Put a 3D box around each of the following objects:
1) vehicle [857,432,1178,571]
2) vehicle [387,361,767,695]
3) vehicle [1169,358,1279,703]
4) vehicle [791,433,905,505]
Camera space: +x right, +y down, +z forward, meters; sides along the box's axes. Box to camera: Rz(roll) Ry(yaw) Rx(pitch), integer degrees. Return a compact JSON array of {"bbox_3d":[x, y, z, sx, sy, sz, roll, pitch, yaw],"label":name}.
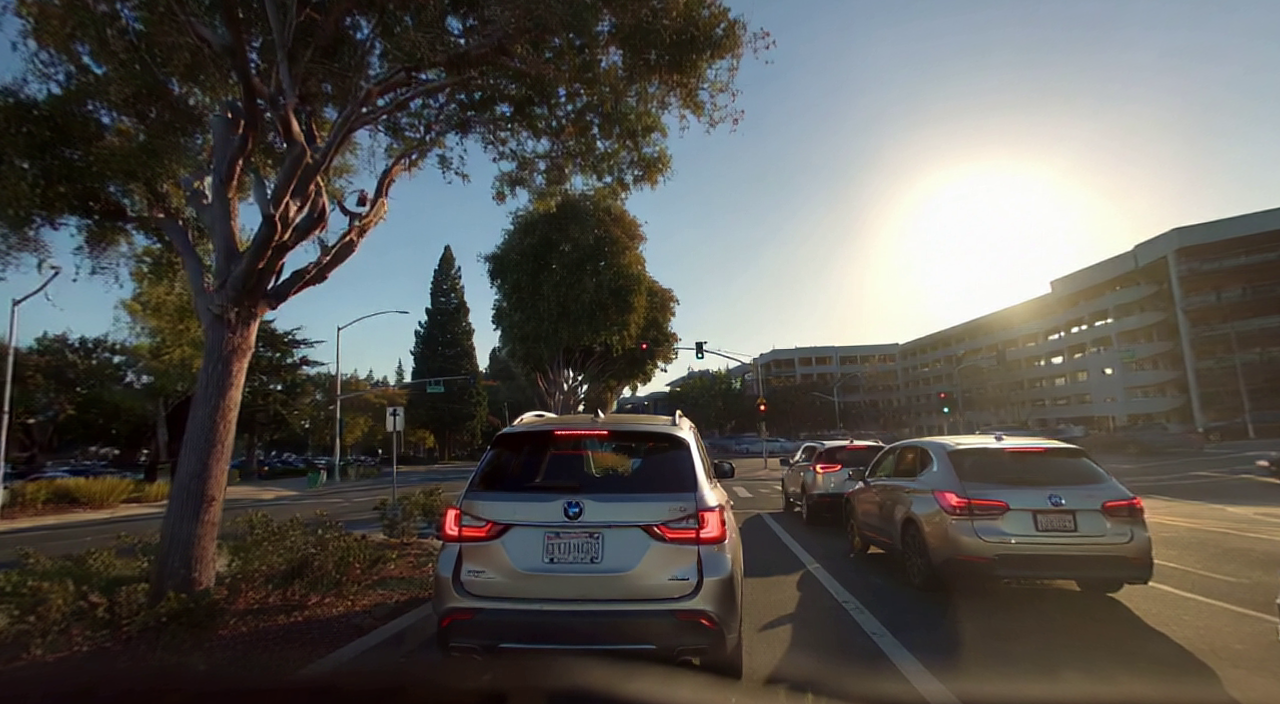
[{"bbox_3d":[4.884,1.963,9.166,1.963,1.480,4.553,0,-8,2],"label":"vehicle"},{"bbox_3d":[-0.210,1.237,5.564,2.021,1.742,4.295,-1,-8,4],"label":"vehicle"},{"bbox_3d":[4.059,0.606,1.113,1.993,1.719,4.953,0,-8,1],"label":"vehicle"},{"bbox_3d":[5.327,3.033,16.739,1.994,1.638,4.100,-1,-9,6],"label":"vehicle"}]
